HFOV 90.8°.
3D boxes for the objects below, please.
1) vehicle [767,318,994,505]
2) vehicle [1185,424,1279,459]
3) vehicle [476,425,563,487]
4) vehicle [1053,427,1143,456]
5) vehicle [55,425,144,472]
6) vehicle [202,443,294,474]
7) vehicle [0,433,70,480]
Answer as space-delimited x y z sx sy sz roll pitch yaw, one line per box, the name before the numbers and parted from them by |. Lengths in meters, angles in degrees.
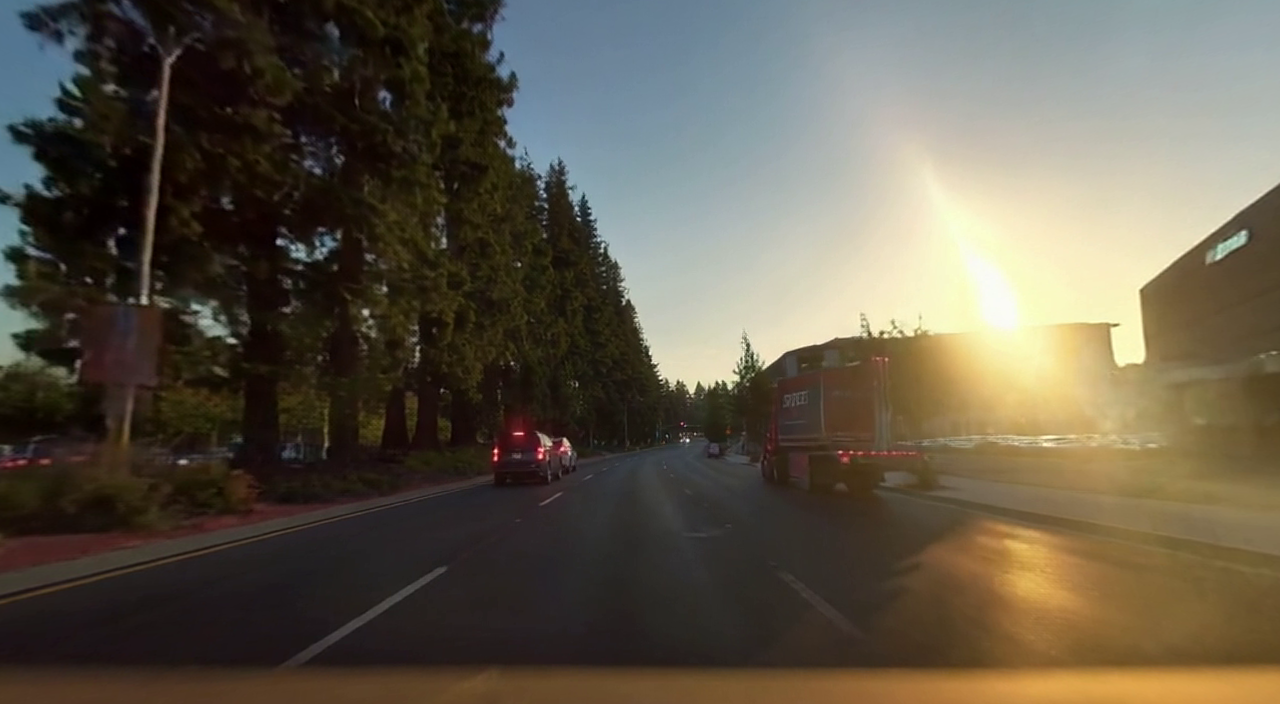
vehicle | 6.117 1.914 18.266 2.981 4.106 8.794 0 -9 0
vehicle | 29.948 4.411 31.105 4.274 1.607 2.107 0 -9 -1
vehicle | -4.380 3.915 24.102 2.270 2.068 5.865 0 -9 -1
vehicle | 30.164 5.925 41.720 4.346 1.772 1.955 0 -10 -1
vehicle | -34.722 6.278 40.537 6.078 2.726 2.294 -7 -12 31
vehicle | -28.603 7.820 46.196 5.368 2.121 1.960 8 -14 -36
vehicle | -36.397 6.184 37.587 5.674 2.586 2.268 -6 -10 35
